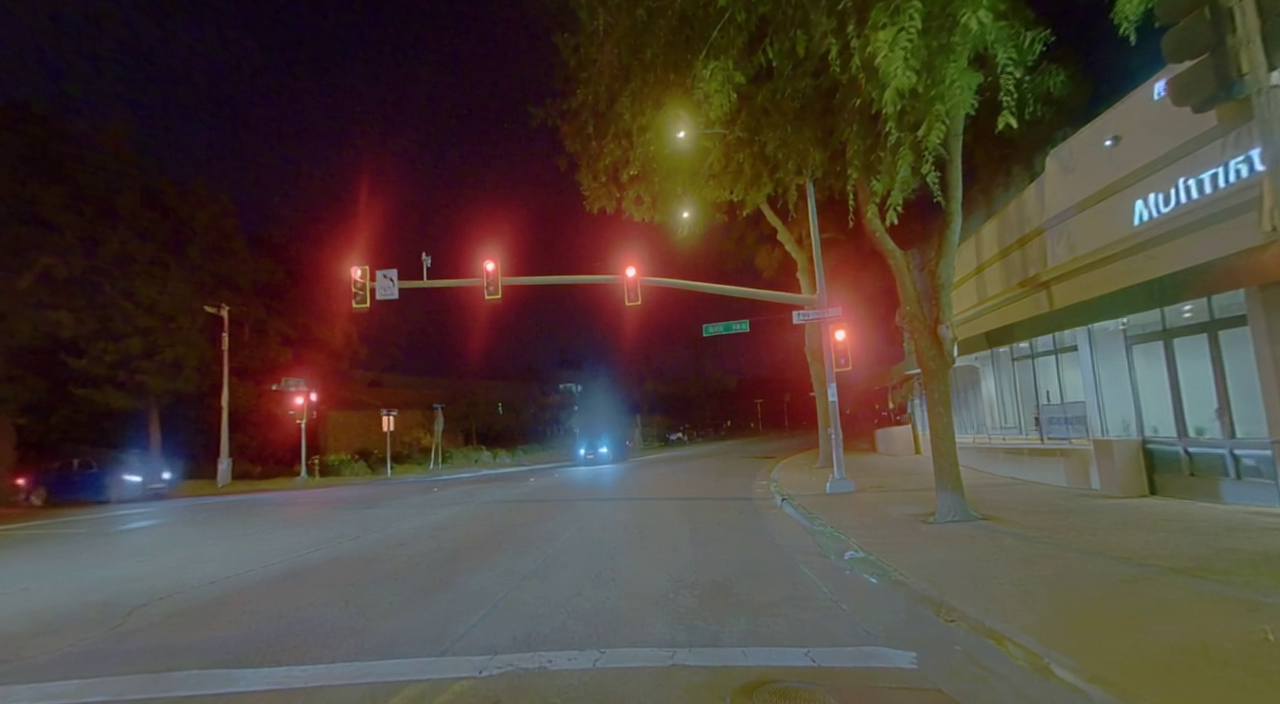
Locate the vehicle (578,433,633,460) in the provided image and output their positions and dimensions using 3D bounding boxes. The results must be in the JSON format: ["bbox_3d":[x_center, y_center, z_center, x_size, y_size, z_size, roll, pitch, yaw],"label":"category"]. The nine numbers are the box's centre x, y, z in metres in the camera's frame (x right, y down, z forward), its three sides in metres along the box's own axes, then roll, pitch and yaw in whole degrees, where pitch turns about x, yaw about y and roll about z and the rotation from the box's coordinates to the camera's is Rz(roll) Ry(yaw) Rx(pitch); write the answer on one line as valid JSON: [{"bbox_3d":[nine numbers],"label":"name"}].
[{"bbox_3d":[-2.333,6.592,44.083,2.244,1.792,4.648,-3,-9,19],"label":"vehicle"}]

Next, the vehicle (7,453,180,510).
[{"bbox_3d":[-18.638,4.362,21.613,4.715,1.745,2.026,-3,-9,15],"label":"vehicle"}]
